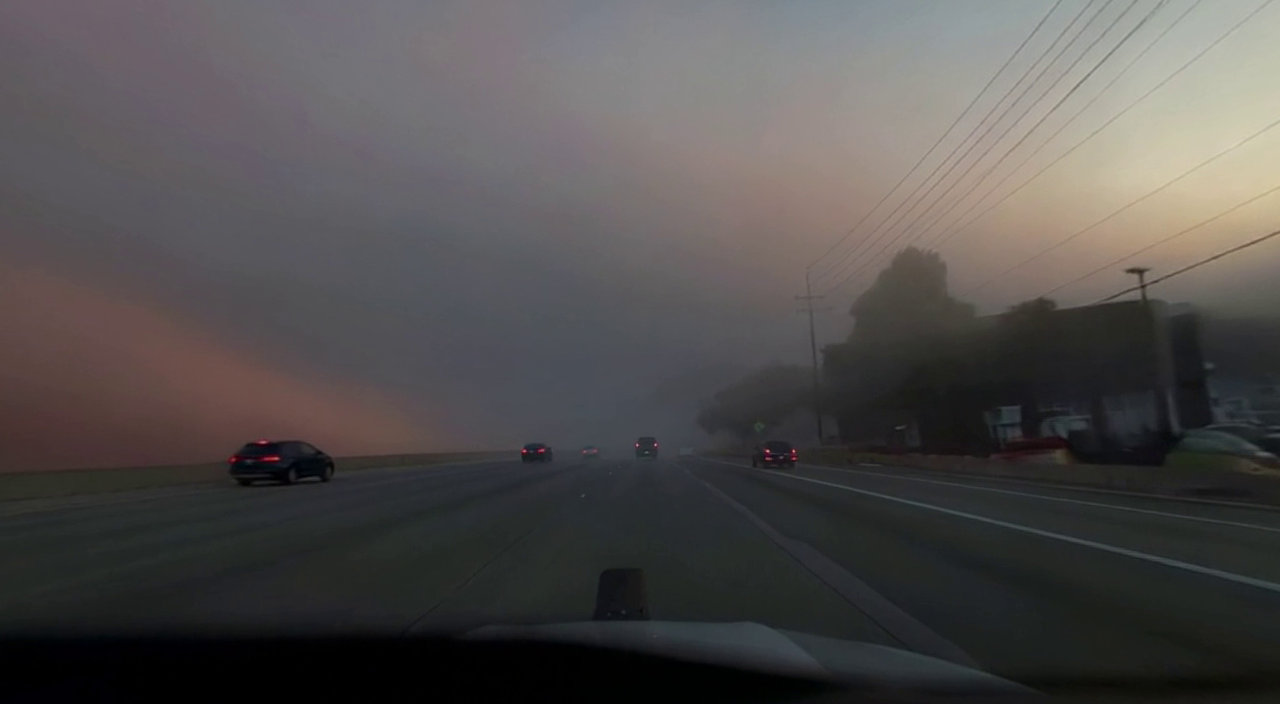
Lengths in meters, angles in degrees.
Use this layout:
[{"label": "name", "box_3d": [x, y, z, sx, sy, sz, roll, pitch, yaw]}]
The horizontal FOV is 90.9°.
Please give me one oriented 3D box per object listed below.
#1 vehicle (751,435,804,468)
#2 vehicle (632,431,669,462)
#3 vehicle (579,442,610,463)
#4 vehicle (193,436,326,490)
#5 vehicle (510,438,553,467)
[{"label": "vehicle", "box_3d": [7.673, 5.588, 35.600, 1.937, 1.698, 4.322, 0, -8, -1]}, {"label": "vehicle", "box_3d": [0.751, 7.274, 48.455, 2.622, 2.208, 5.320, 0, -8, 0]}, {"label": "vehicle", "box_3d": [-3.390, 7.572, 47.559, 1.979, 1.469, 4.378, 0, -8, 1]}, {"label": "vehicle", "box_3d": [-14.533, 4.205, 24.503, 2.149, 1.846, 4.713, -1, -8, 1]}, {"label": "vehicle", "box_3d": [-7.060, 6.576, 41.393, 2.007, 1.732, 4.395, 0, -8, 1]}]
